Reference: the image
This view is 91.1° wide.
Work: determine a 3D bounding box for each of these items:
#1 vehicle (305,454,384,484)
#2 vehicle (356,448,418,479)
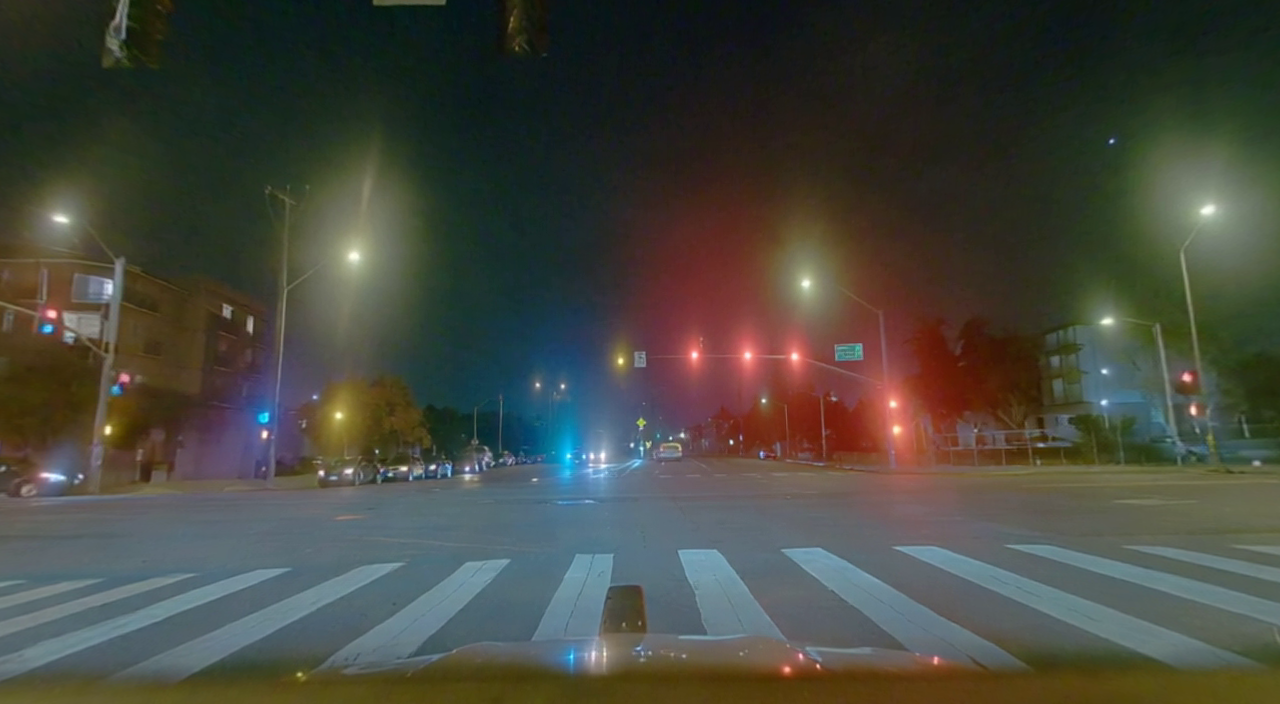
[{"bbox_3d":[-16.090,6.375,34.503,2.055,1.506,4.663,0,-9,0],"label":"vehicle"},{"bbox_3d":[-16.180,7.108,40.447,1.960,1.819,5.018,0,-9,-1],"label":"vehicle"}]
